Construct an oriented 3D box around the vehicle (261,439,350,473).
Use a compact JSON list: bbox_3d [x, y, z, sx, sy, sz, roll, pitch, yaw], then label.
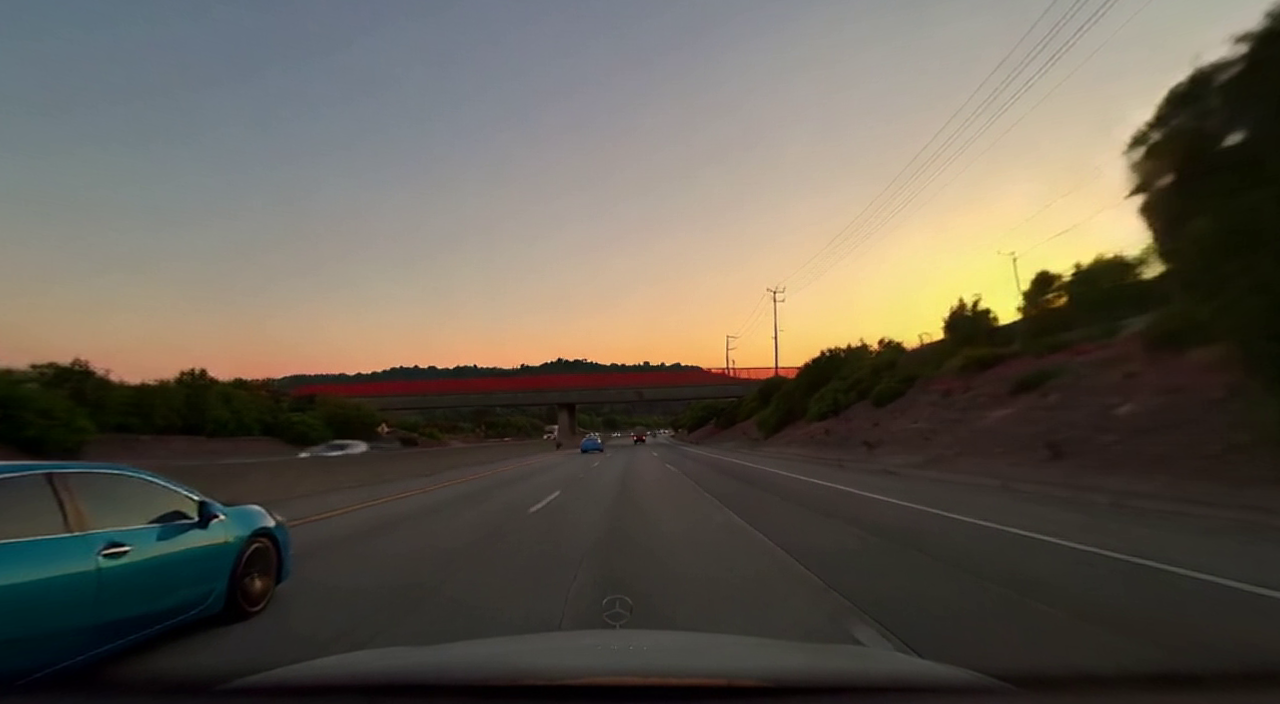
[{"bbox_3d":[-16.421,5.082,31.278,1.867,1.512,4.741,0,-8,0],"label":"vehicle"}]
